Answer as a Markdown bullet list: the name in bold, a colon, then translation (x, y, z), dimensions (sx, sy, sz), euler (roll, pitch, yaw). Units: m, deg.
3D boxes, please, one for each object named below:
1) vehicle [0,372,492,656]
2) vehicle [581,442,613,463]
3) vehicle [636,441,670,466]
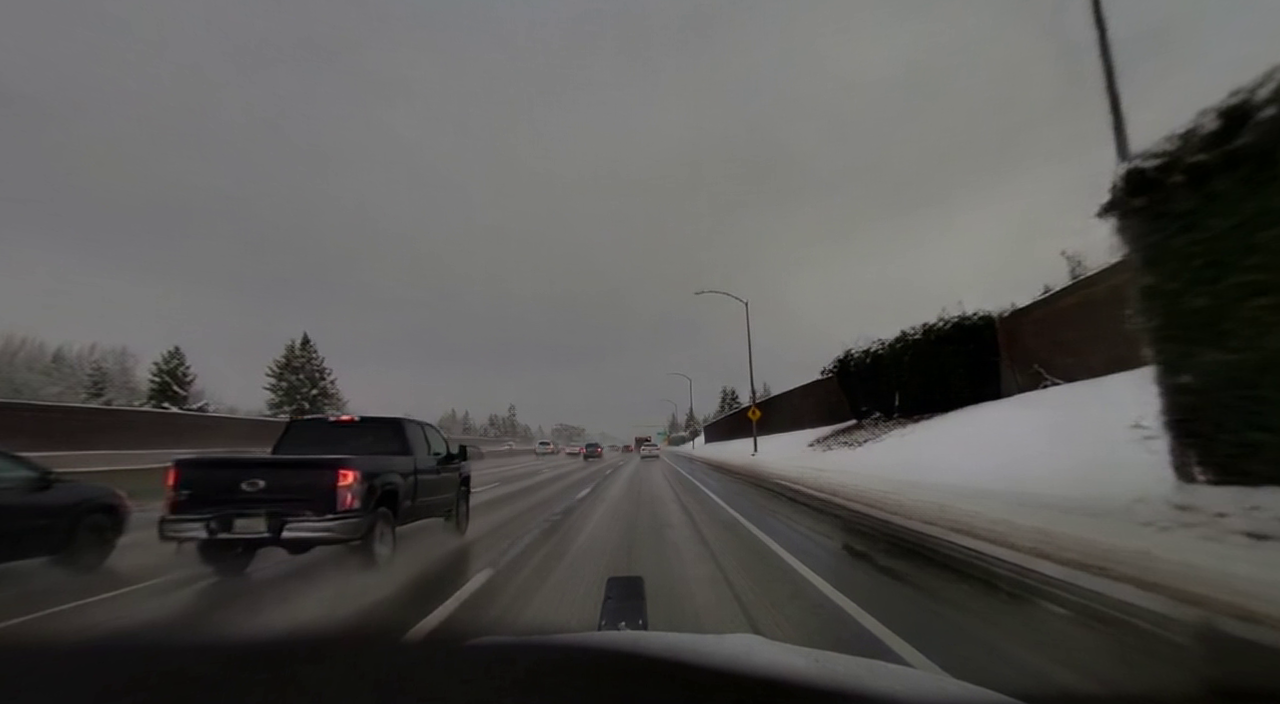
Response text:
- **vehicle**: translation (-3.195, 1.368, 6.493), dimensions (2.124, 1.787, 4.830), euler (-1, -8, 0)
- **vehicle**: translation (-3.151, 7.424, 46.952), dimensions (2.056, 1.480, 4.022), euler (-1, -8, 1)
- **vehicle**: translation (0.801, 6.475, 40.539), dimensions (2.073, 1.480, 4.343), euler (0, -8, 0)
